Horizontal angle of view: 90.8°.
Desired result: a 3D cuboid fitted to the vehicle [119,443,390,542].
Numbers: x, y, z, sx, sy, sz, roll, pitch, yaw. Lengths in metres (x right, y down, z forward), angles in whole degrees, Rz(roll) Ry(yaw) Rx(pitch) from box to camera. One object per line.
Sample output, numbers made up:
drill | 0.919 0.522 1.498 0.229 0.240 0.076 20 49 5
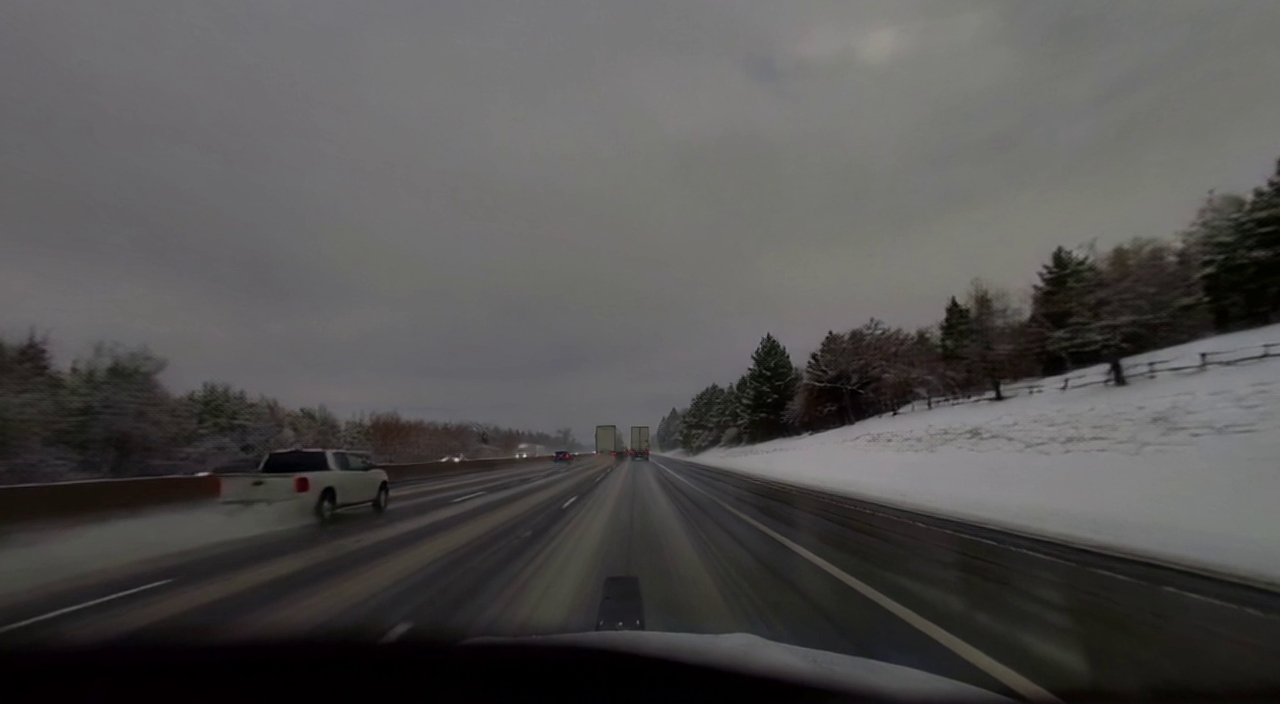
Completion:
vehicle | -6.850 2.532 12.120 2.036 1.474 5.011 0 -9 0
